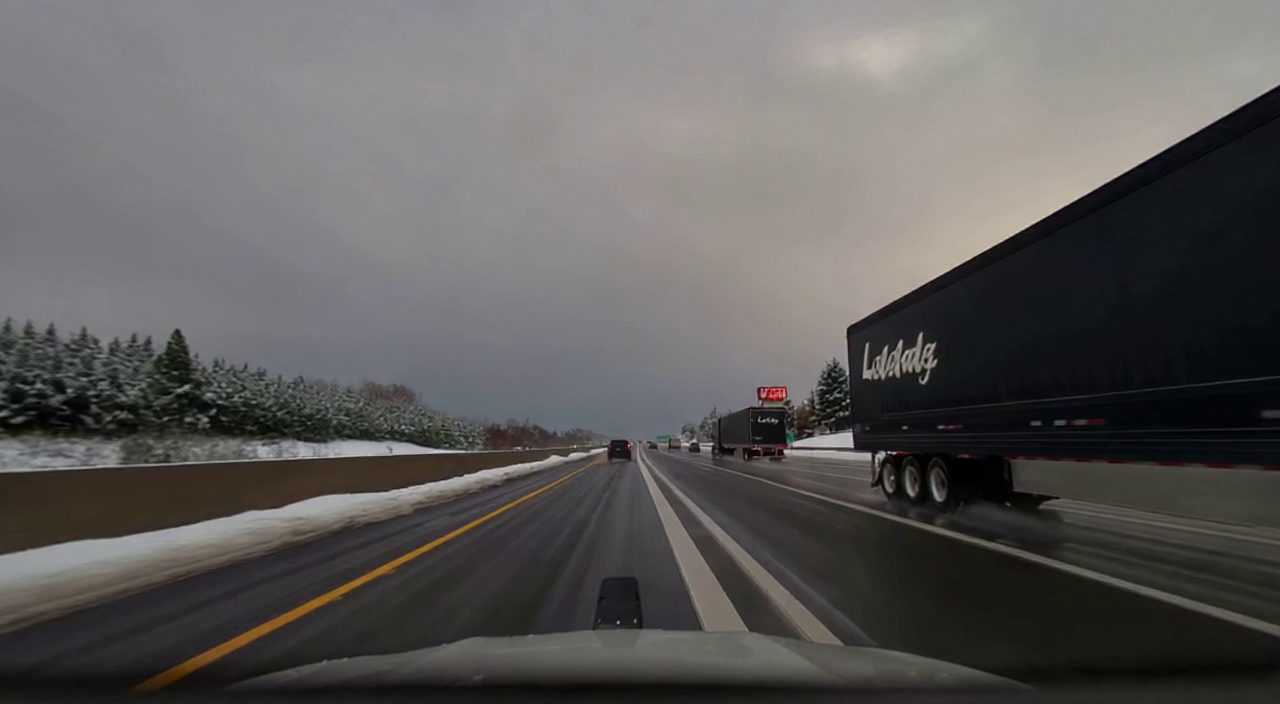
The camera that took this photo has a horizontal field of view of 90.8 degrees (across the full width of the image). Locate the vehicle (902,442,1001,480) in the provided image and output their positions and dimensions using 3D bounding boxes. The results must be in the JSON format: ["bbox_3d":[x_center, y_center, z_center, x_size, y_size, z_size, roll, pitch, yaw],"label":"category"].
[{"bbox_3d":[13.258,4.638,27.236,1.862,1.462,4.459,0,-9,-1],"label":"vehicle"}]

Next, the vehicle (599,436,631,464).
[{"bbox_3d":[-1.925,7.740,49.869,2.357,2.040,5.371,0,-9,-1],"label":"vehicle"}]
